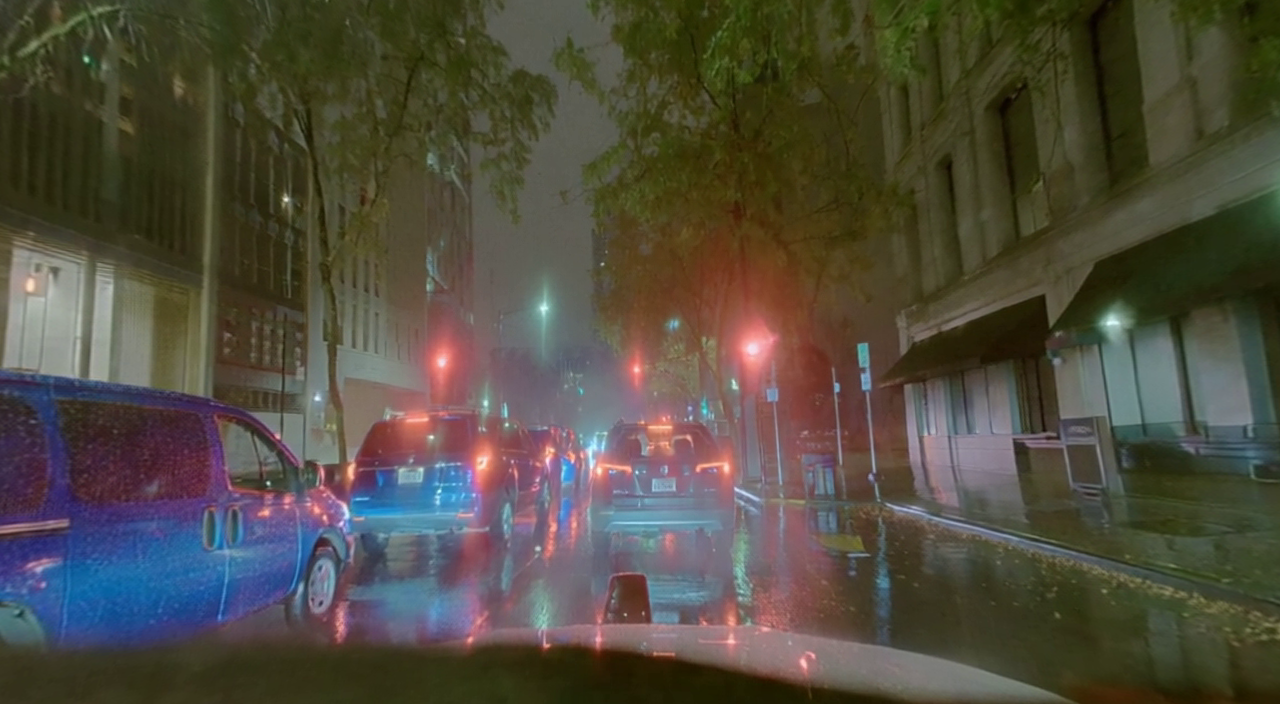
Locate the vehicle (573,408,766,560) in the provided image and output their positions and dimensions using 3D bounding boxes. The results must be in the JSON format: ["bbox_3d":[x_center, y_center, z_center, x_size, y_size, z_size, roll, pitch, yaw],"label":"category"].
[{"bbox_3d":[0.356,1.808,9.251,2.205,1.727,3.917,0,-8,1],"label":"vehicle"}]

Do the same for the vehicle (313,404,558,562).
[{"bbox_3d":[-2.652,1.843,9.598,2.124,1.799,4.587,0,-8,1],"label":"vehicle"}]

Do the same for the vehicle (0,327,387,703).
[{"bbox_3d":[-3.177,0.979,3.481,1.940,1.722,3.823,0,-8,0],"label":"vehicle"}]
